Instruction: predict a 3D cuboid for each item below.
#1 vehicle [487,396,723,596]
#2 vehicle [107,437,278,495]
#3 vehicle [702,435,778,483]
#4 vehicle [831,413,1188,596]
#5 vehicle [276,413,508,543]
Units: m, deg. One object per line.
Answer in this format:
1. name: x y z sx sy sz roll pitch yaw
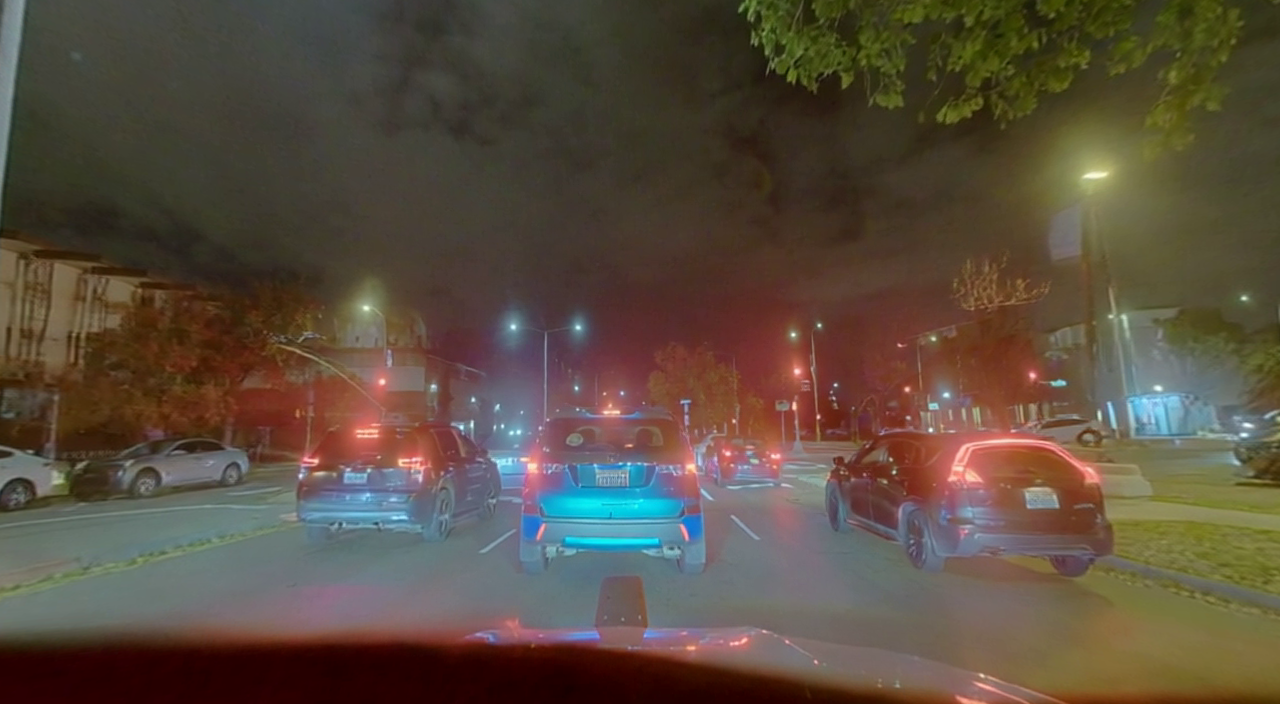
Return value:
1. vehicle: -0.243 1.533 7.498 2.022 1.700 4.084 0 -8 2
2. vehicle: -15.241 3.888 21.902 1.972 1.759 5.347 0 -8 1
3. vehicle: 3.324 3.635 21.614 1.948 1.475 4.093 0 -8 0
4. vehicle: 3.771 1.601 7.399 1.847 1.554 3.885 0 -8 1
5. vehicle: -3.742 1.986 10.520 2.012 1.701 4.316 0 -8 2
